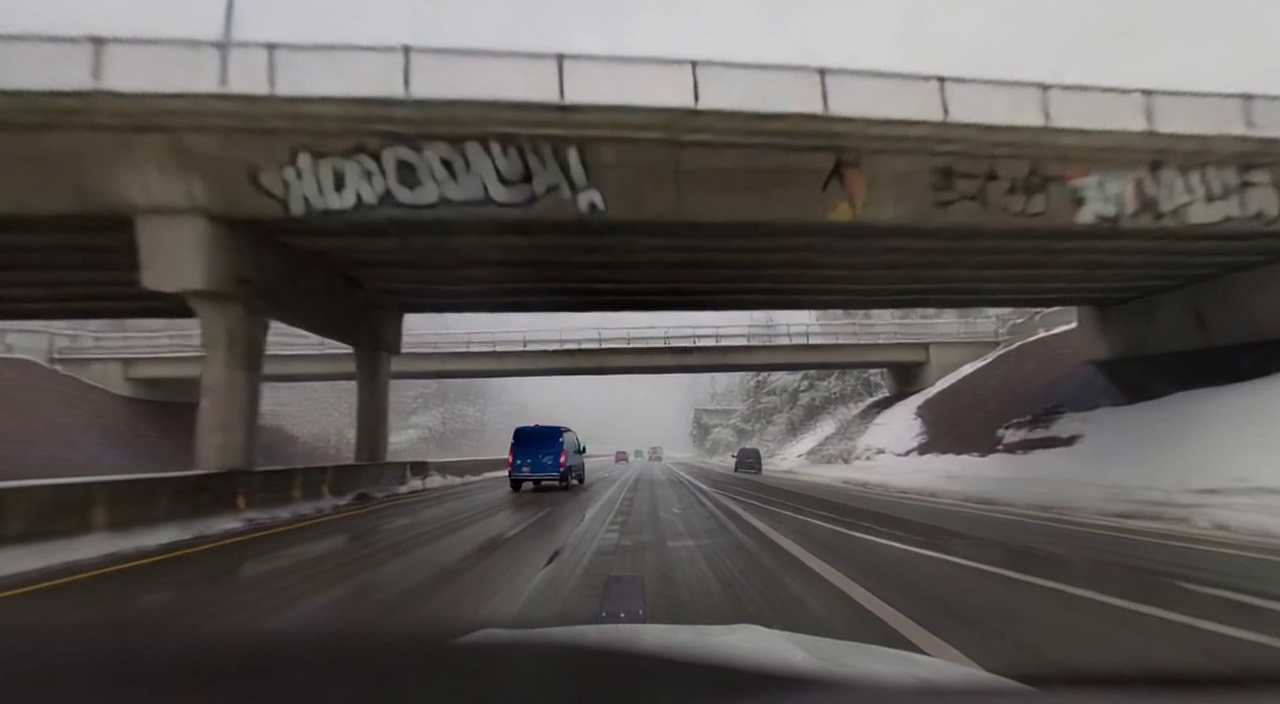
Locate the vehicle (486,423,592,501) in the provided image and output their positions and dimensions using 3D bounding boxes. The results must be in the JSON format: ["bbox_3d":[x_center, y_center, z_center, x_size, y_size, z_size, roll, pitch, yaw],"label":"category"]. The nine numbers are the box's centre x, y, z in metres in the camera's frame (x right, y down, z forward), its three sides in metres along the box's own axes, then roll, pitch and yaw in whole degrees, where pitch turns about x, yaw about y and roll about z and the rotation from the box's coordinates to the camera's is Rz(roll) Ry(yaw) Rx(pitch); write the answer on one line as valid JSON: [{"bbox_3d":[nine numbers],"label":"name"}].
[{"bbox_3d":[-2.866,3.292,19.315,2.310,2.030,5.094,0,-8,1],"label":"vehicle"}]

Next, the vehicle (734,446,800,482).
[{"bbox_3d":[5.815,5.186,29.593,1.972,1.492,4.623,0,-9,-2],"label":"vehicle"}]
